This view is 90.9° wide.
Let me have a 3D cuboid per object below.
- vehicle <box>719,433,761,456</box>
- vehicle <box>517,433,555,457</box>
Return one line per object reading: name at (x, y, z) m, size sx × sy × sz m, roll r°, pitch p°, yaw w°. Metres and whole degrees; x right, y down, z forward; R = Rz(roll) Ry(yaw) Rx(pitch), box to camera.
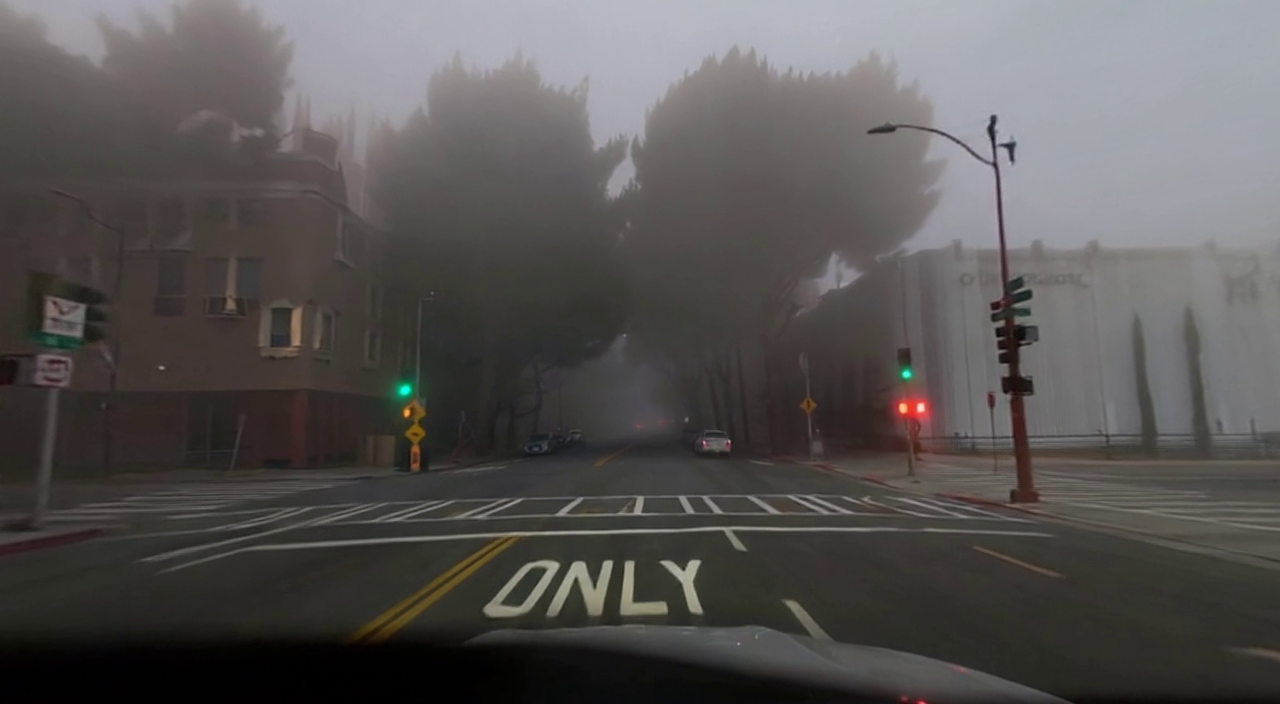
vehicle at (6.851, 6.392, 43.522) m, size 1.997 × 1.510 × 4.455 m, roll 0°, pitch -8°, yaw -2°
vehicle at (-7.318, 6.585, 44.646) m, size 2.127 × 1.533 × 4.547 m, roll -1°, pitch -8°, yaw -3°
